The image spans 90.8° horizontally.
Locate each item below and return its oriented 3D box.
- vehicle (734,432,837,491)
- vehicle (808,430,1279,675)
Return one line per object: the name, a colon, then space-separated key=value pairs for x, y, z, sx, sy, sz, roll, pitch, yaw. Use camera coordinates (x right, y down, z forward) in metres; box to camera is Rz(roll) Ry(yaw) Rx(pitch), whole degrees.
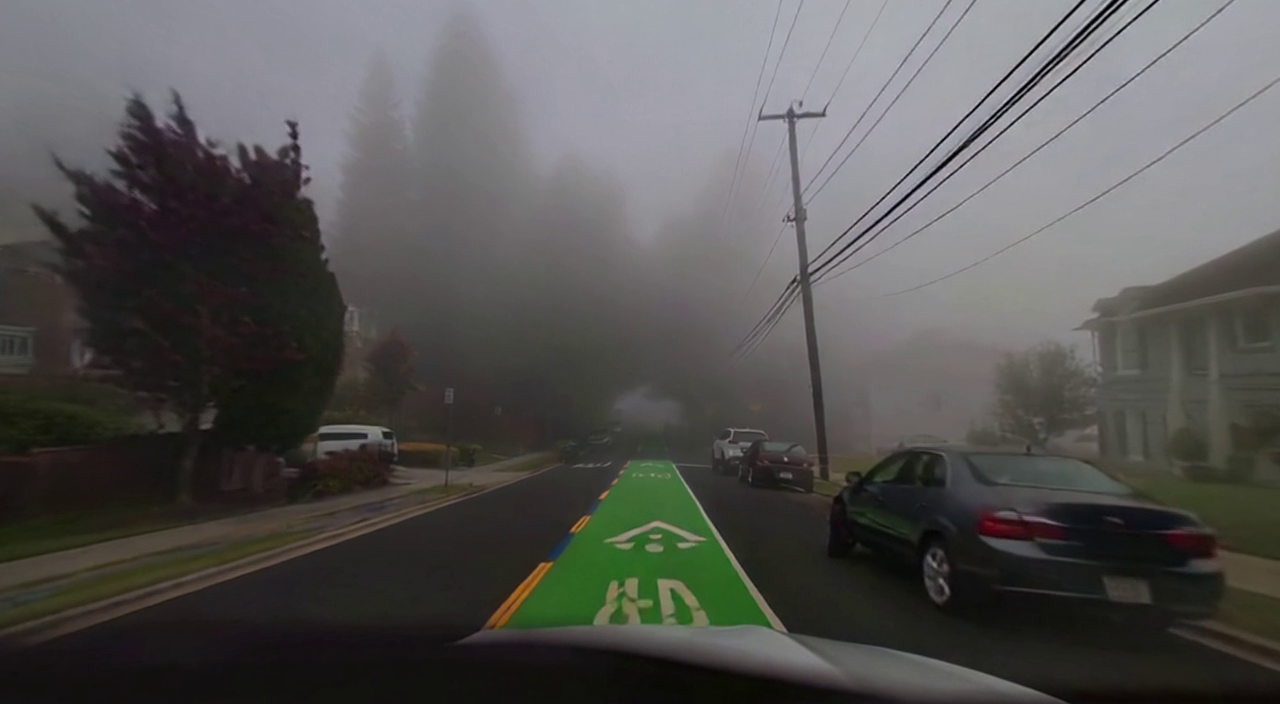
vehicle: x=4.089 y=3.163 z=18.516 sx=1.981 sy=1.512 sz=4.144 roll=0 pitch=-9 yaw=-1
vehicle: x=3.370 y=1.594 z=6.240 sx=2.235 sy=1.500 sz=4.496 roll=0 pitch=-9 yaw=1
